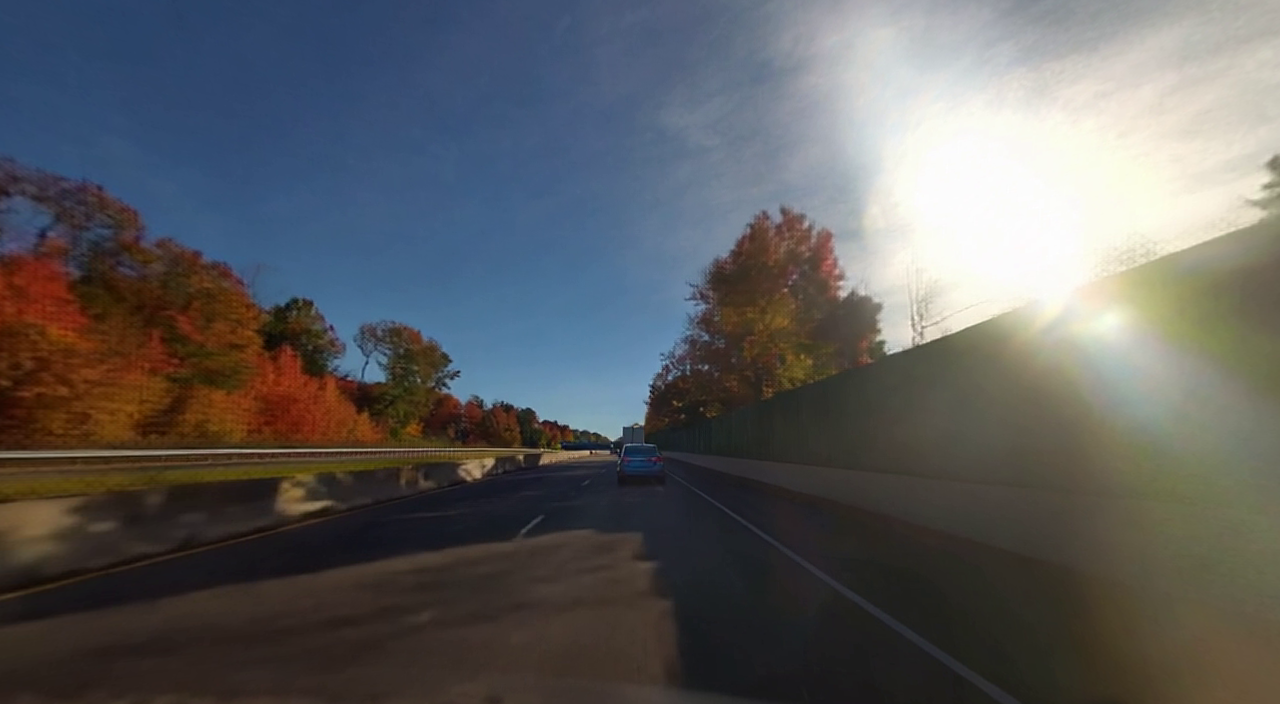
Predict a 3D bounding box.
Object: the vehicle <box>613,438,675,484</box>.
[{"bbox_3d":[0.081,3.950,23.132,2.057,1.516,4.065,1,-8,-1],"label":"vehicle"}]
